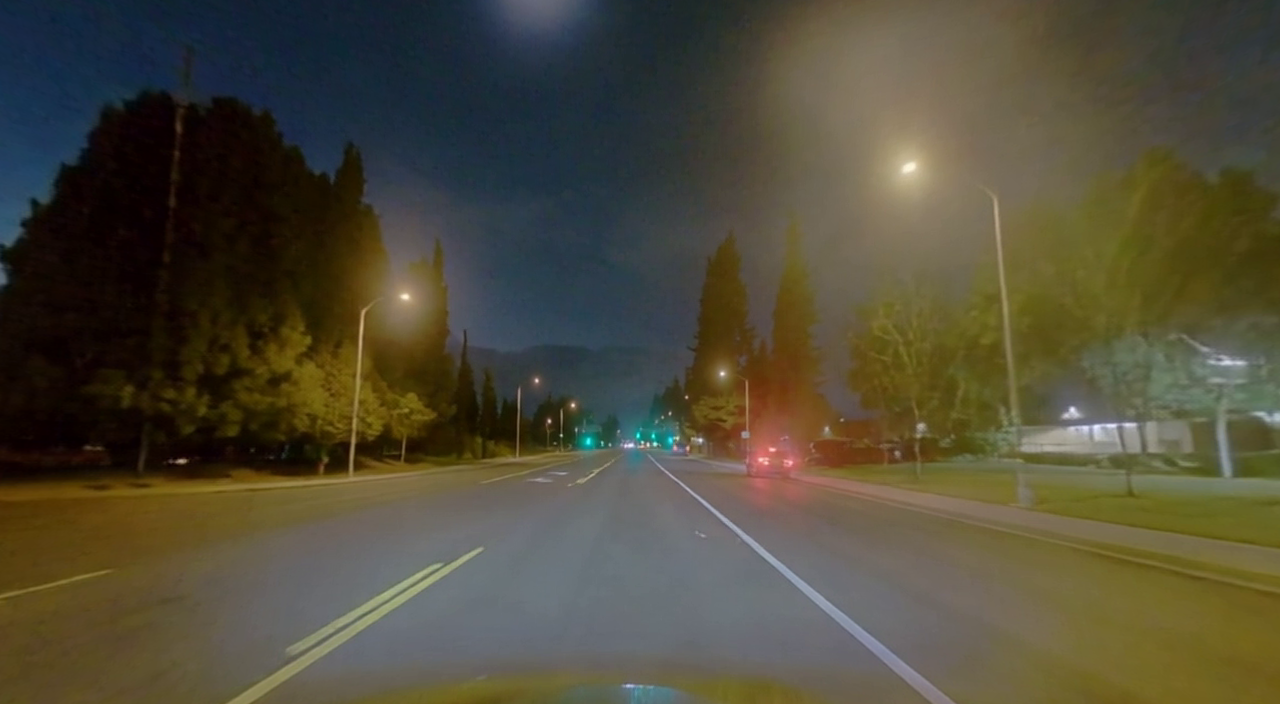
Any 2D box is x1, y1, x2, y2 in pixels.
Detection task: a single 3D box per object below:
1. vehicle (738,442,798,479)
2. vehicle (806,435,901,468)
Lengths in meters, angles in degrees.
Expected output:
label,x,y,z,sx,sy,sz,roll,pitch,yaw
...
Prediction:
label,x,y,z,sx,sy,sz,roll,pitch,yaw
vehicle,6.637,5.653,33.241,2.043,1.747,4.680,0,-9,-2
vehicle,12.922,6.051,38.440,5.037,1.925,2.021,-1,-9,3
